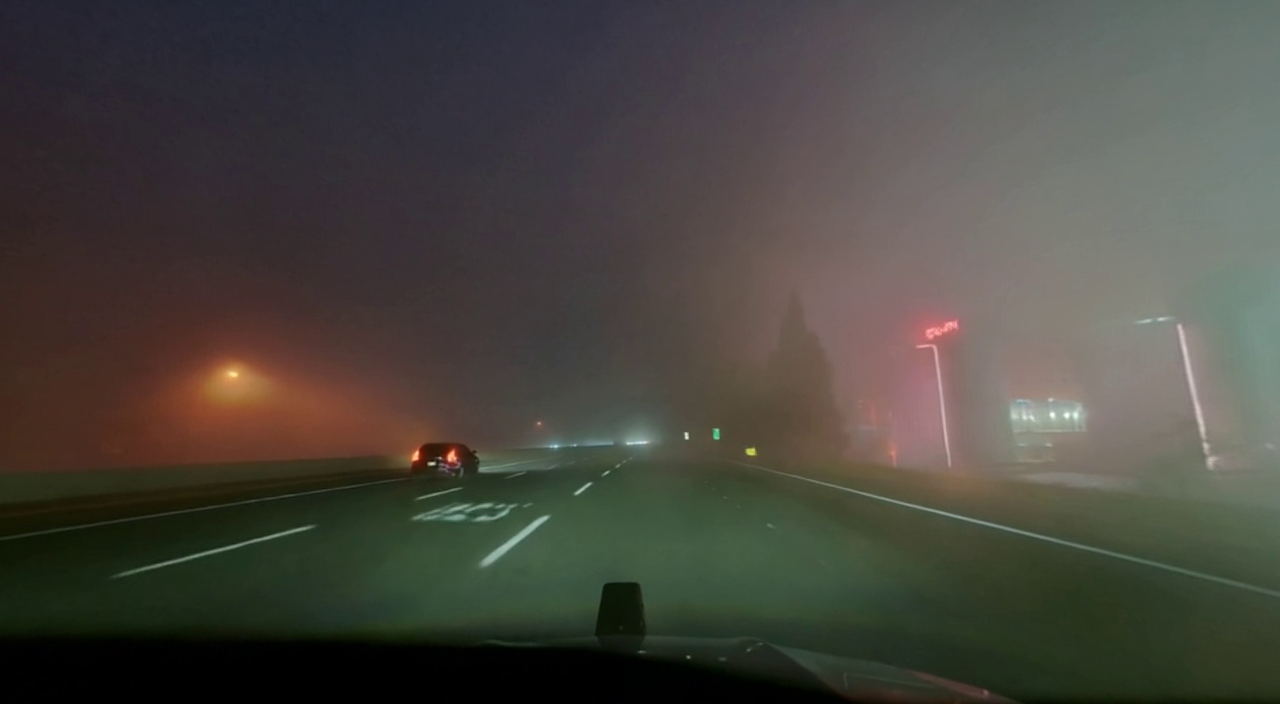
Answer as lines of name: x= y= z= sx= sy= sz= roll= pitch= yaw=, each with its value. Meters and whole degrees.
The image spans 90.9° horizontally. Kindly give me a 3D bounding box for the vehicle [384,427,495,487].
vehicle: x=-6.676 y=3.556 z=21.689 sx=2.145 sy=1.793 sz=4.762 roll=0 pitch=-8 yaw=1
